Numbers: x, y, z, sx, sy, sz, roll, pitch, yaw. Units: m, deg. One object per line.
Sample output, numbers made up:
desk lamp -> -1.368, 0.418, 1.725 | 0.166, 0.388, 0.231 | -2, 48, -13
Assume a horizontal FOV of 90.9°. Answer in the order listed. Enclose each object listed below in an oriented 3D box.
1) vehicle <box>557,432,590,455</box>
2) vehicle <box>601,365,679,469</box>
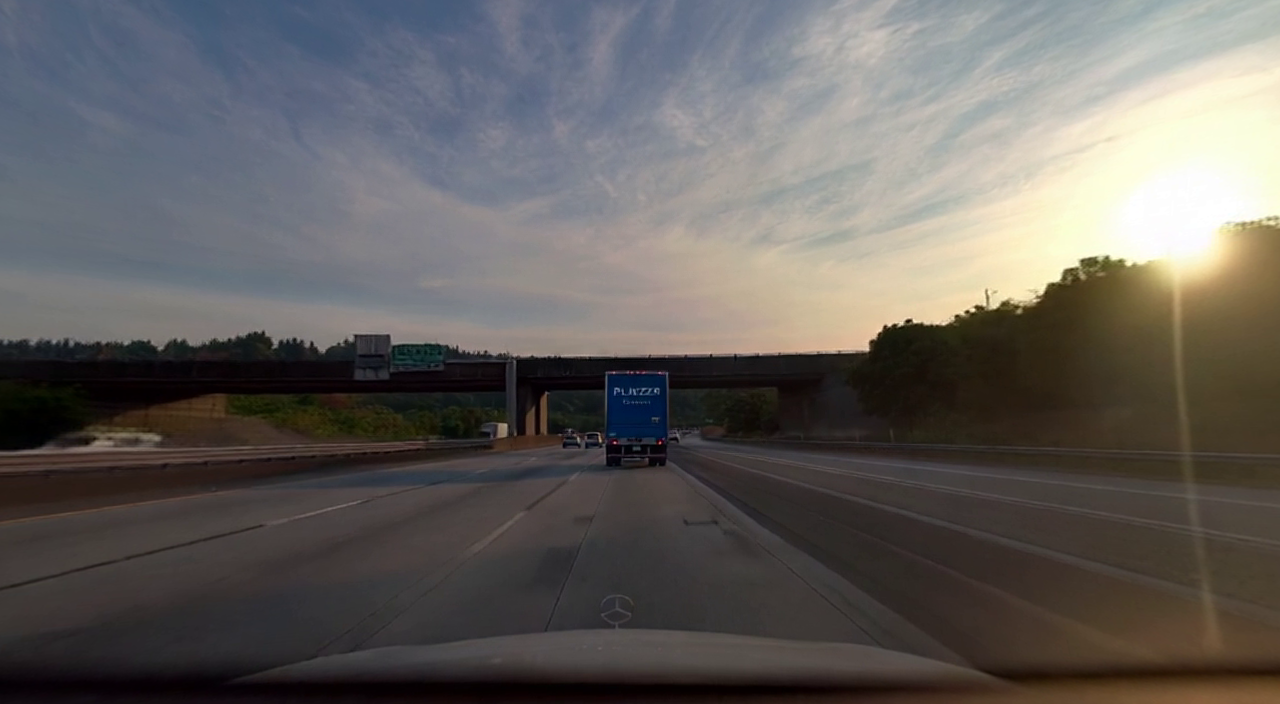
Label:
vehicle -> -5.149, 7.149, 49.420 | 2.198, 1.712, 4.655 | 0, -8, -1
vehicle -> -0.127, 3.254, 29.942 | 2.926, 3.959, 11.818 | 0, -8, -1
